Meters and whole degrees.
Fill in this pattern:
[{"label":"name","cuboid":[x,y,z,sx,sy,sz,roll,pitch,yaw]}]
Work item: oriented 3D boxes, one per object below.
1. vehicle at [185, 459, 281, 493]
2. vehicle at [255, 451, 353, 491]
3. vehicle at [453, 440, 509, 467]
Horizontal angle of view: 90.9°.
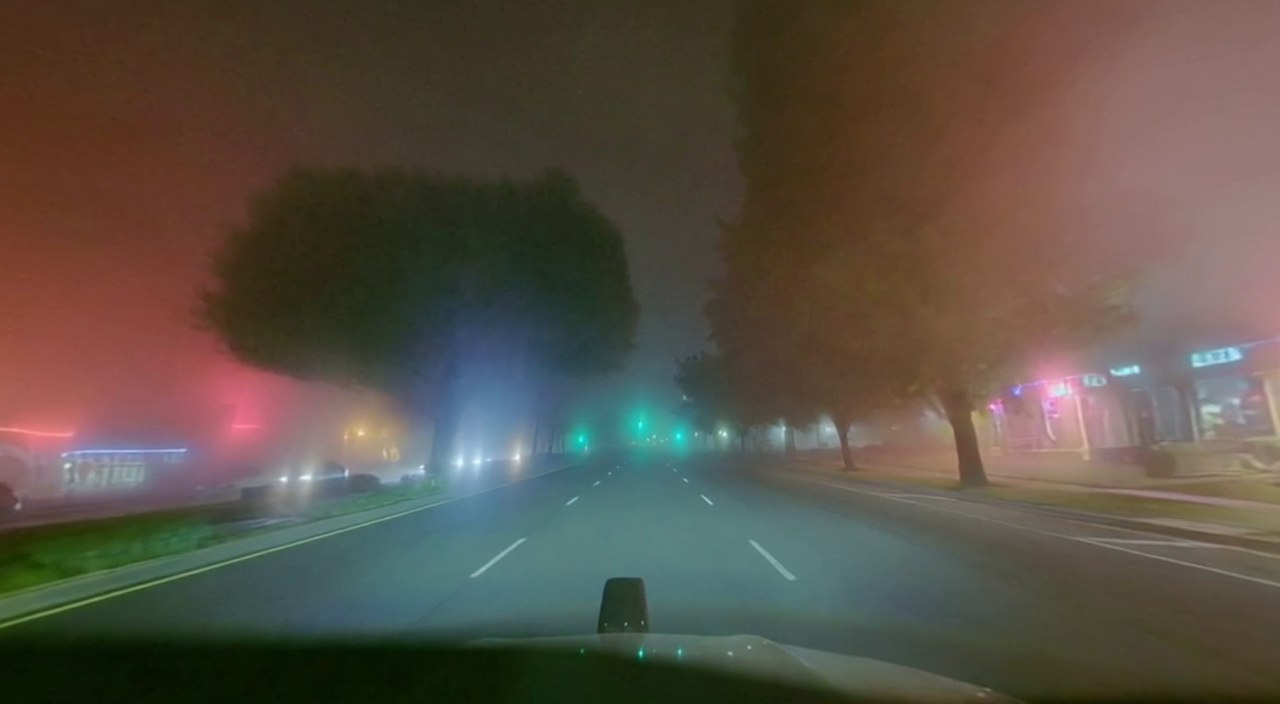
[{"label":"vehicle","cuboid":[-21.684,6.571,33.820,1.881,1.537,4.611,-3,-9,3]},{"label":"vehicle","cuboid":[-14.344,5.075,27.239,1.829,1.505,4.275,0,-8,1]},{"label":"vehicle","cuboid":[-11.654,7.472,46.671,2.401,1.892,5.928,-1,-8,2]}]
